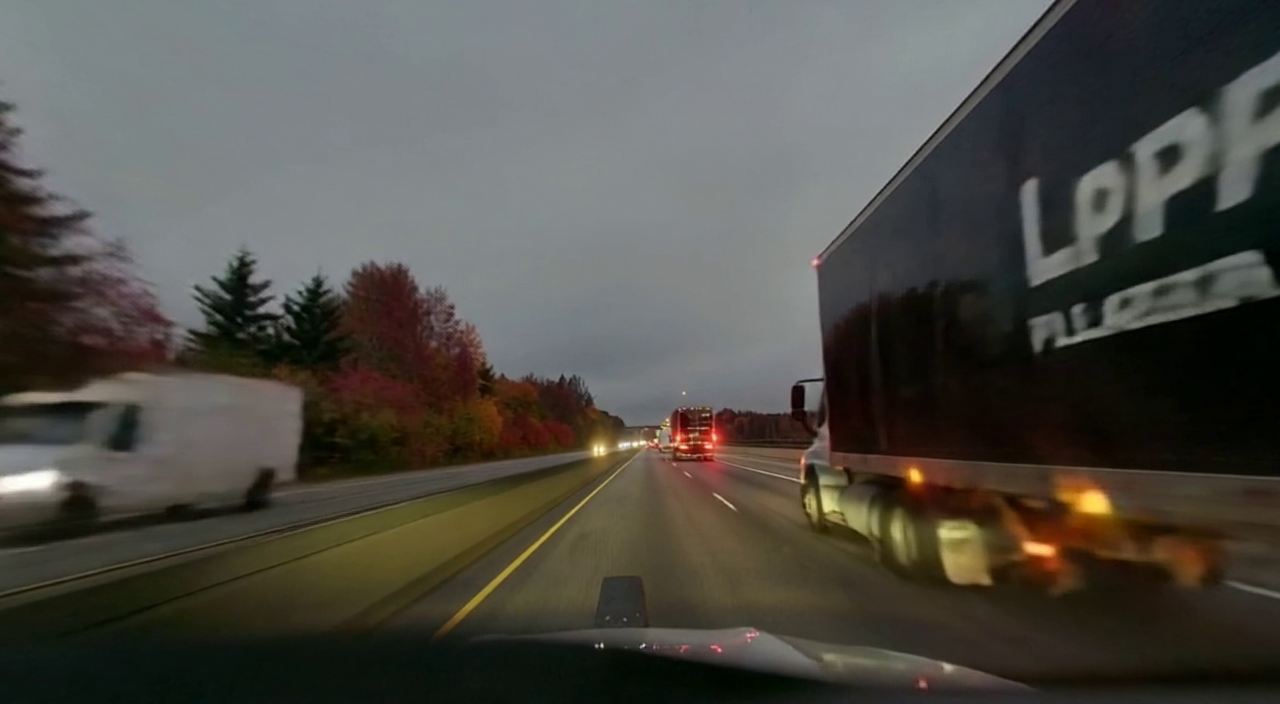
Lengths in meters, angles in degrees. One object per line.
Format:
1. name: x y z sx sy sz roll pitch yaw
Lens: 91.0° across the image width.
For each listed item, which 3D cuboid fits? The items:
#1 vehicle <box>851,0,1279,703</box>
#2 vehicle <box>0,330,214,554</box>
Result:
1. vehicle: 4.004 -0.547 0.147 2.911 4.117 14.683 0 -8 0
2. vehicle: -11.362 1.561 10.879 2.698 3.465 7.279 0 -8 0
